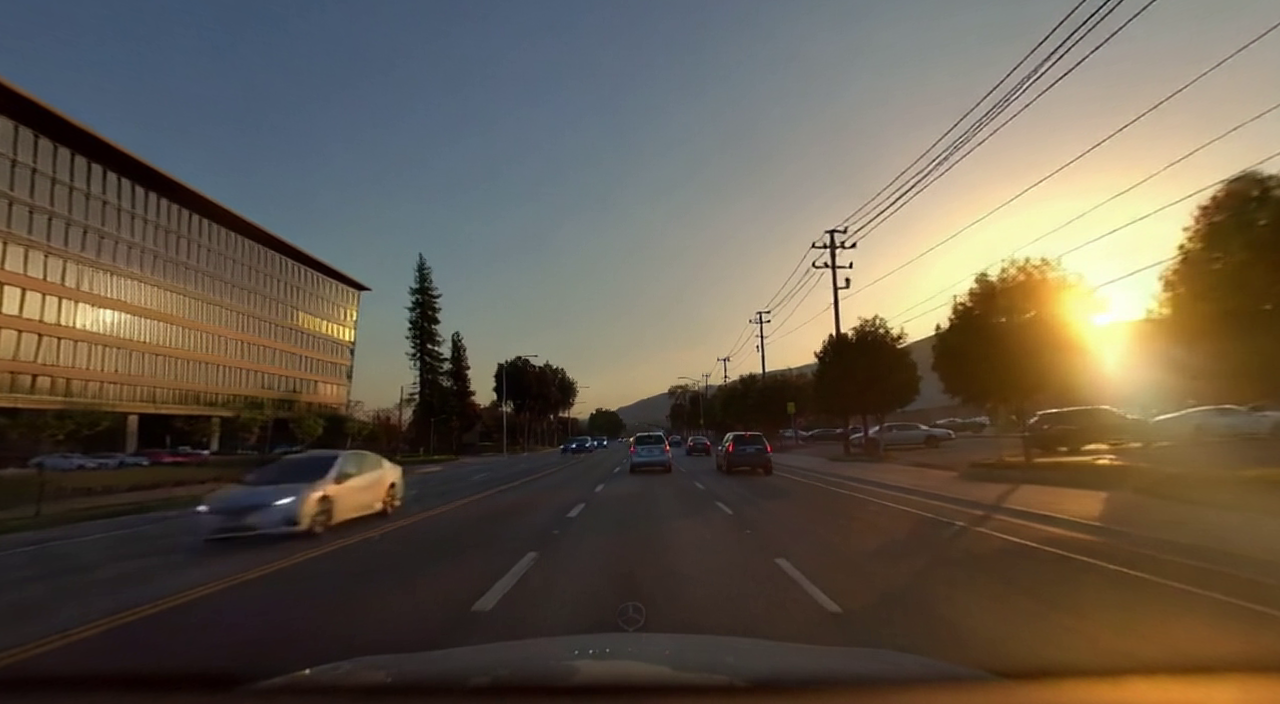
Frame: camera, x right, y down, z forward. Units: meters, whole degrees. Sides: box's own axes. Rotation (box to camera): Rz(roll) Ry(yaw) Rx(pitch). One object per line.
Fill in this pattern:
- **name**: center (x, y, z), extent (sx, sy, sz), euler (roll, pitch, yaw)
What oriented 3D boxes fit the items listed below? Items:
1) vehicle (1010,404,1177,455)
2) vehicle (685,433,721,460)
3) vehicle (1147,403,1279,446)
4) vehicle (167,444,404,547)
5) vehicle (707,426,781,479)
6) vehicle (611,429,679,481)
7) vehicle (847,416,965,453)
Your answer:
- **vehicle**: center (16.012, 2.766, 22.430), extent (4.392, 1.709, 2.002), euler (0, -8, -2)
- **vehicle**: center (4.225, 6.383, 42.830), extent (2.024, 1.711, 4.512), euler (0, -8, 0)
- **vehicle**: center (21.656, 2.657, 22.983), extent (4.641, 1.477, 1.844), euler (-1, -8, 0)
- **vehicle**: center (-6.263, 2.525, 11.880), extent (1.947, 1.541, 4.280), euler (0, -8, 0)
- **vehicle**: center (3.588, 3.559, 22.465), extent (1.914, 1.698, 4.049), euler (0, -8, 0)
- **vehicle**: center (0.186, 3.625, 22.347), extent (2.200, 1.653, 4.127), euler (0, -8, 1)
- **vehicle**: center (15.225, 4.749, 36.199), extent (5.731, 1.720, 2.822), euler (-8, -10, 31)
